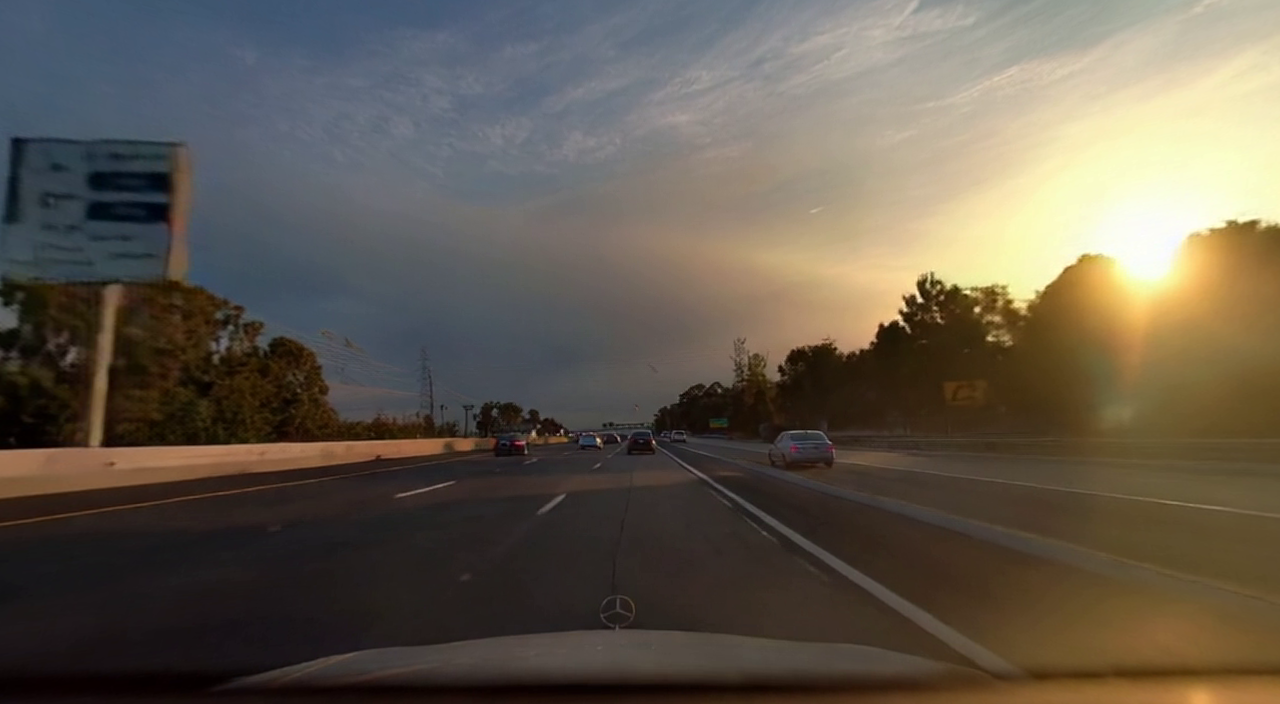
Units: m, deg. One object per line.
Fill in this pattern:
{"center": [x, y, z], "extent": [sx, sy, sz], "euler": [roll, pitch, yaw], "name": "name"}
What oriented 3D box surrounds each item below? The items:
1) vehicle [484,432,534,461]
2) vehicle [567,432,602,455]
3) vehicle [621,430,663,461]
{"center": [-7.585, 5.503, 36.888], "extent": [2.009, 1.537, 4.449], "euler": [0, -8, 0], "name": "vehicle"}
{"center": [-3.827, 6.385, 44.218], "extent": [2.103, 1.512, 4.155], "euler": [0, -8, 0], "name": "vehicle"}
{"center": [0.068, 5.345, 36.199], "extent": [2.240, 1.646, 4.949], "euler": [0, -8, -1], "name": "vehicle"}
